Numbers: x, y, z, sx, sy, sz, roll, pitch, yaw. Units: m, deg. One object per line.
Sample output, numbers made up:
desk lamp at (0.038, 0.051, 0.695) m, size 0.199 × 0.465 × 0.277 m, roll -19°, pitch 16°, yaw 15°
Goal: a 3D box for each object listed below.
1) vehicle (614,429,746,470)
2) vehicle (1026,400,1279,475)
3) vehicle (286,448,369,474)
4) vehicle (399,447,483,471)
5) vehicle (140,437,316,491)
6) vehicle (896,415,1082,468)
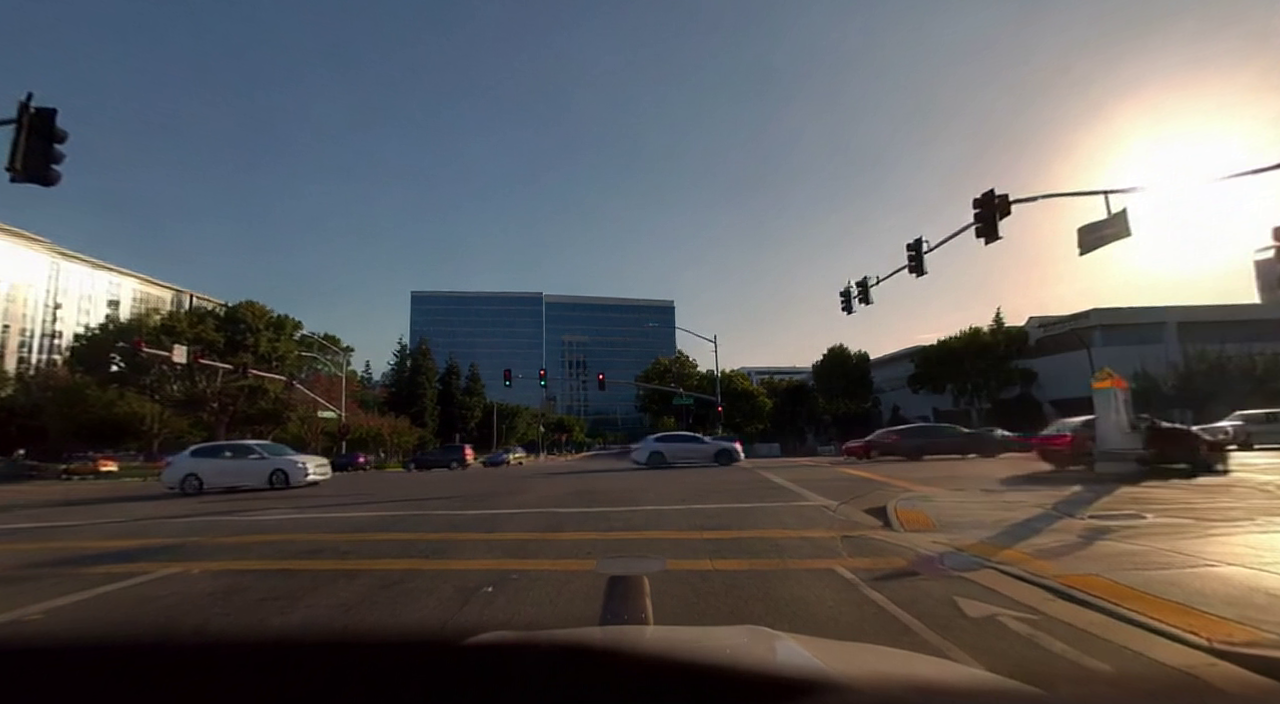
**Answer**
vehicle at (1.525, 3.709, 23.979) m, size 4.793 × 1.473 × 1.878 m, roll -1°, pitch -9°, yaw 6°
vehicle at (12.529, 2.098, 15.335) m, size 4.865 × 1.663 × 1.962 m, roll -1°, pitch -9°, yaw 6°
vehicle at (-22.370, 7.802, 45.206) m, size 4.939 × 1.770 × 2.001 m, roll -1°, pitch -9°, yaw 5°
vehicle at (-12.774, 6.879, 40.622) m, size 4.785 × 1.472 × 1.799 m, roll -1°, pitch -9°, yaw 5°
vehicle at (-14.155, 3.870, 21.868) m, size 4.673 × 1.740 × 2.150 m, roll -1°, pitch -9°, yaw 5°
vehicle at (10.529, 2.757, 19.339) m, size 4.494 × 1.491 × 1.906 m, roll -1°, pitch -9°, yaw 6°
